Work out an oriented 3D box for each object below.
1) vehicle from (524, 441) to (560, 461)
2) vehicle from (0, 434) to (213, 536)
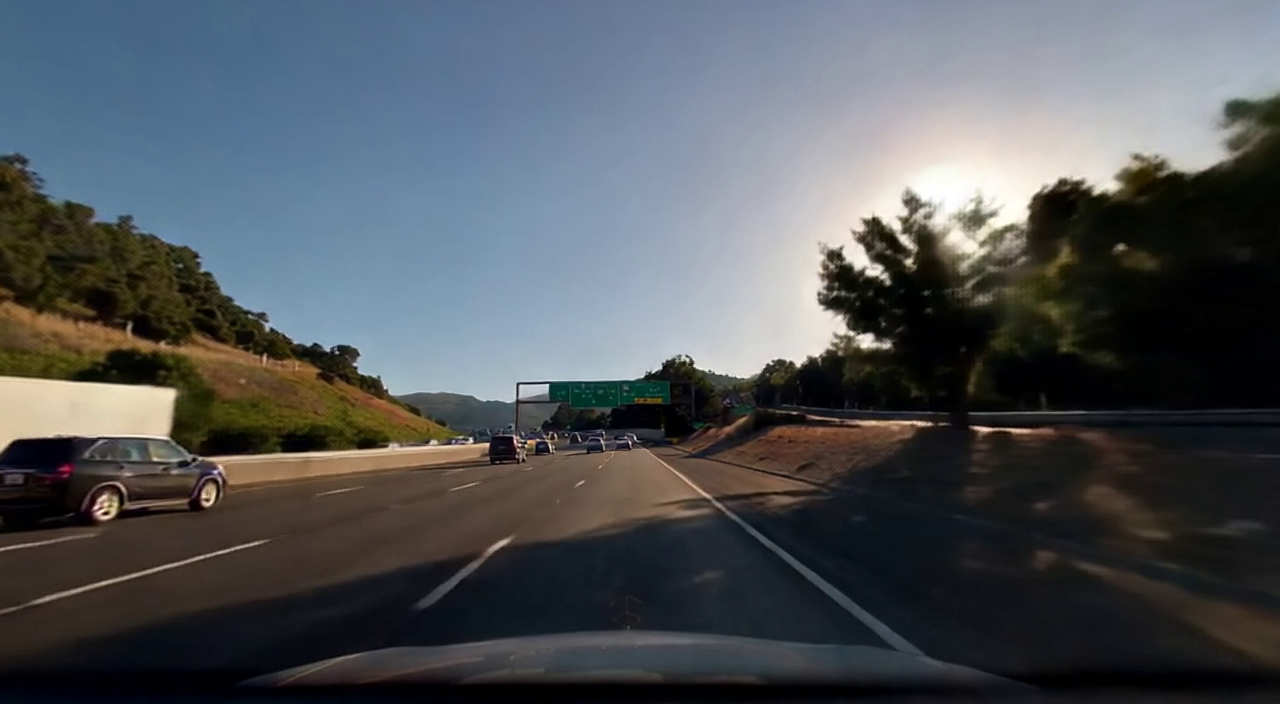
[{"bbox_3d":[-7.643,7.723,49.160,2.113,1.507,4.450,0,-8,0],"label":"vehicle"},{"bbox_3d":[-11.052,2.476,12.397,2.001,1.625,4.528,0,-8,0],"label":"vehicle"}]
